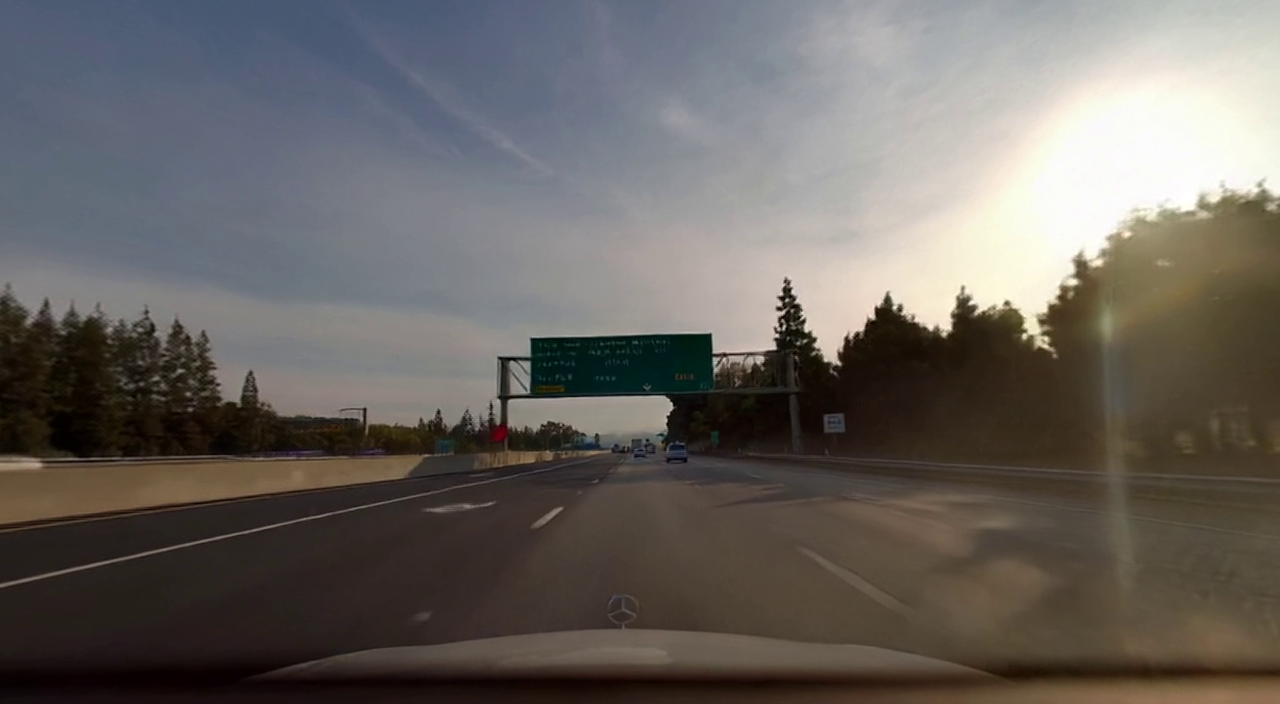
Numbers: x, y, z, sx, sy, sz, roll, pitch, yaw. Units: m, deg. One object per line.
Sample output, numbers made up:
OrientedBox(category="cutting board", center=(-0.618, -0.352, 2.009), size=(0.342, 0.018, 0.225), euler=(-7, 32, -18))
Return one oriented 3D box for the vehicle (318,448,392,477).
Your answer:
OrientedBox(category="vehicle", center=(-15.642, 6.075, 34.911), size=(1.903, 1.486, 4.666), euler=(0, -9, 1))
